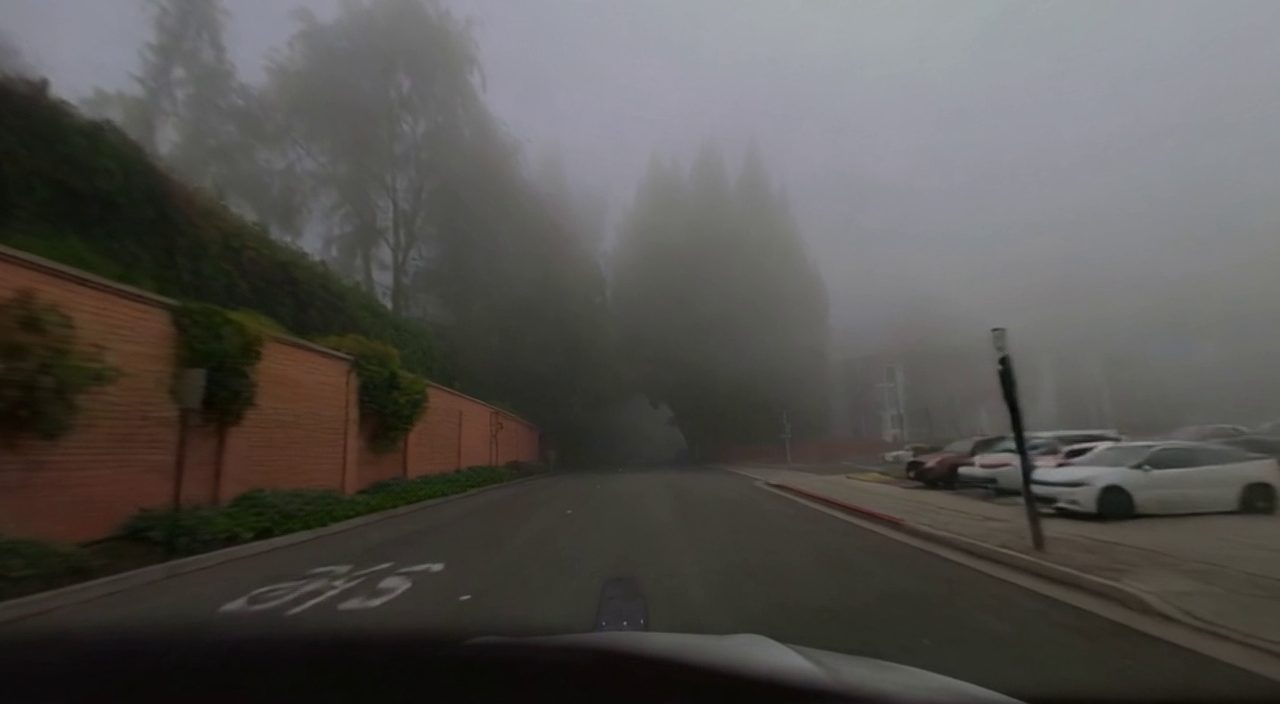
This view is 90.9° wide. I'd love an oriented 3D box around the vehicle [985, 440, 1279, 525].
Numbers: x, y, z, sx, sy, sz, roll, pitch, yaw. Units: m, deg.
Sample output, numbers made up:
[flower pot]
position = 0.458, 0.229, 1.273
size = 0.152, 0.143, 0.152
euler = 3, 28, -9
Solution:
[vehicle]
position = 9.418, 2.462, 12.116
size = 4.309, 1.442, 2.145
euler = 1, -9, -1
